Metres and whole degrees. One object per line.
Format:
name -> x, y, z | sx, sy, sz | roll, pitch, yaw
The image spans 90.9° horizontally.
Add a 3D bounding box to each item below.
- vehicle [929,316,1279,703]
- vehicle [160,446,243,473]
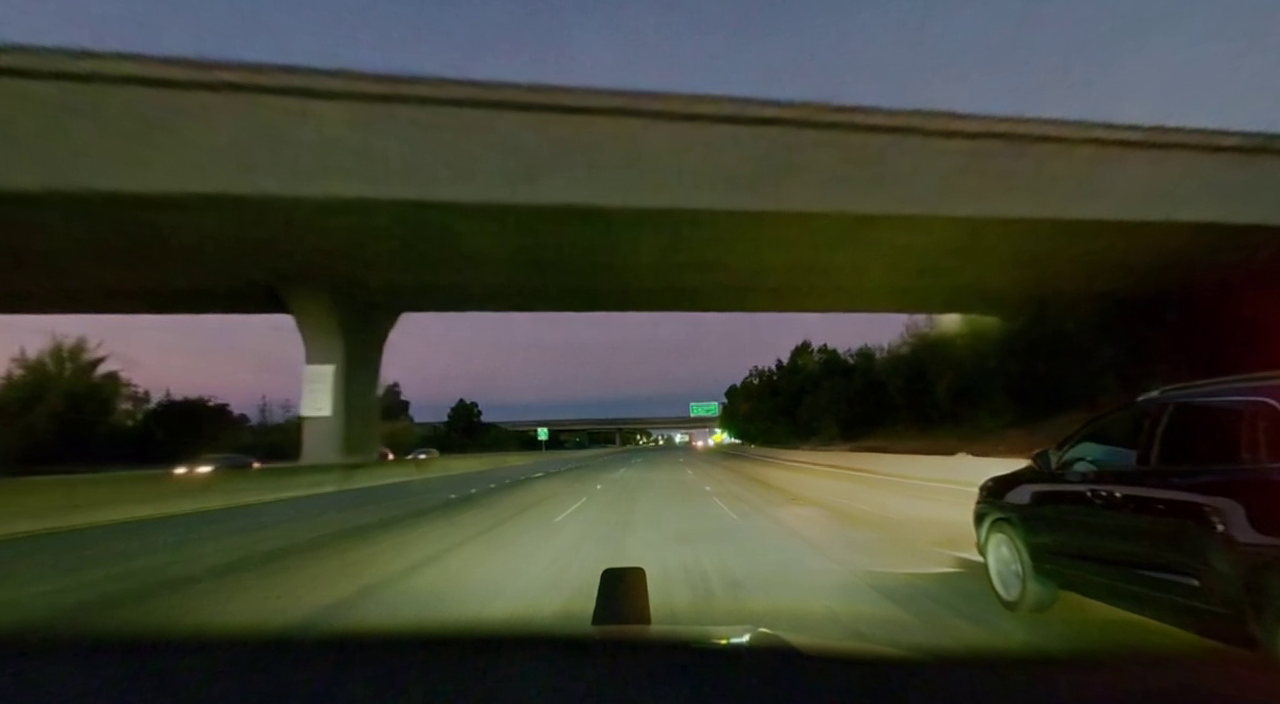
vehicle -> 3.593, 0.850, 3.335 | 2.019, 1.732, 4.579 | 0, -8, 1
vehicle -> -29.421, 7.191, 42.491 | 1.935, 1.691, 4.440 | -2, -9, 9
